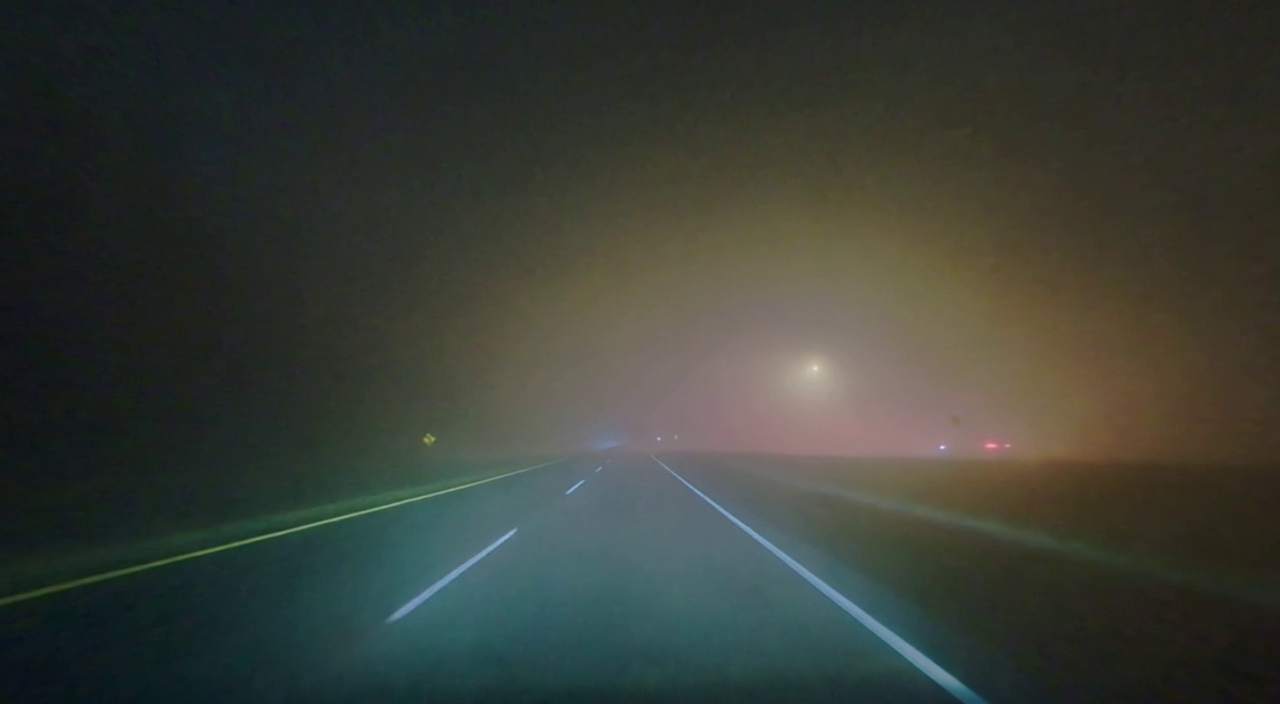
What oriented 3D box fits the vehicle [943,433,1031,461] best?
[{"bbox_3d":[25.737,7.078,46.883,2.328,1.916,5.227,4,-9,-26],"label":"vehicle"}]
